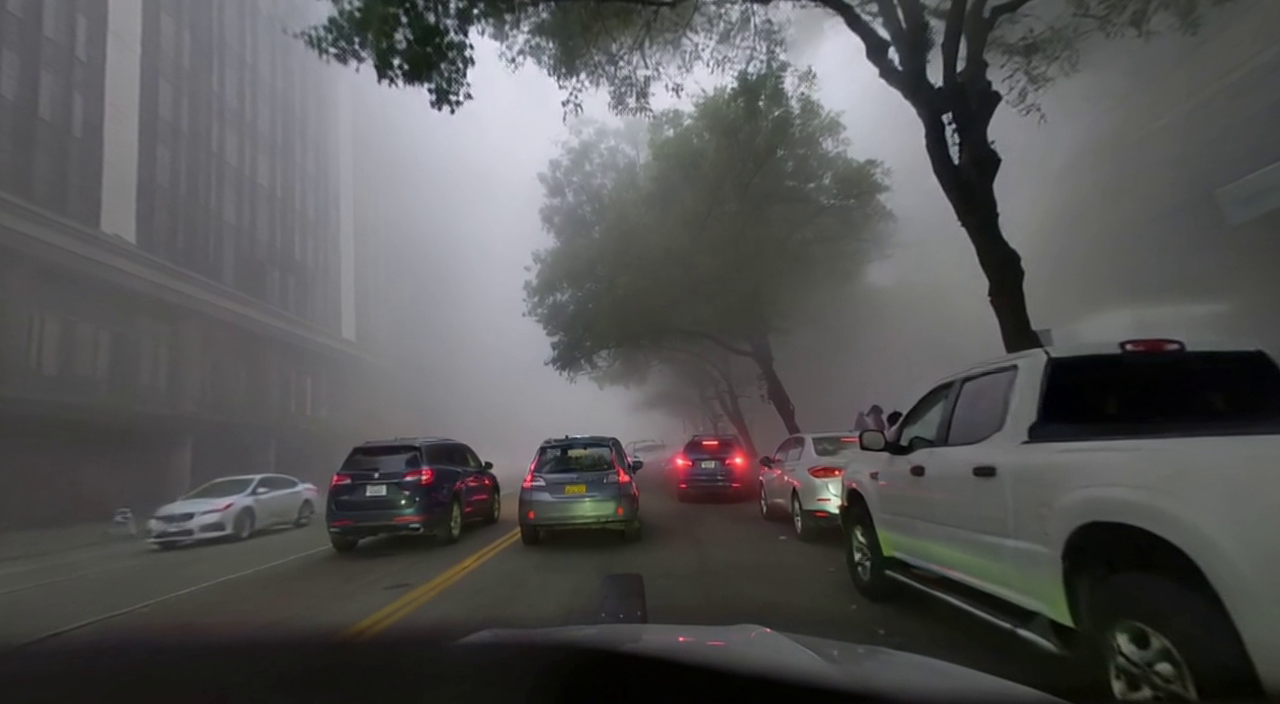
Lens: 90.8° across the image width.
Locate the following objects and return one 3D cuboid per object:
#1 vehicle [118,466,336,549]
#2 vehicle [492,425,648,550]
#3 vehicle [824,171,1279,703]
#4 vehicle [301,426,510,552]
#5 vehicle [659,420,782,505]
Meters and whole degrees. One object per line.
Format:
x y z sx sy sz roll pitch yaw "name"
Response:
-9.273 3.488 14.822 1.976 1.475 4.684 0 -9 0 "vehicle"
-0.923 2.124 10.575 2.076 1.667 3.948 0 -8 1 "vehicle"
2.981 0.757 3.565 2.225 2.070 5.264 0 -8 -1 "vehicle"
-3.939 2.356 11.690 2.000 1.818 4.668 0 -8 1 "vehicle"
2.385 2.953 17.405 2.352 1.953 4.798 -3 -9 19 "vehicle"
